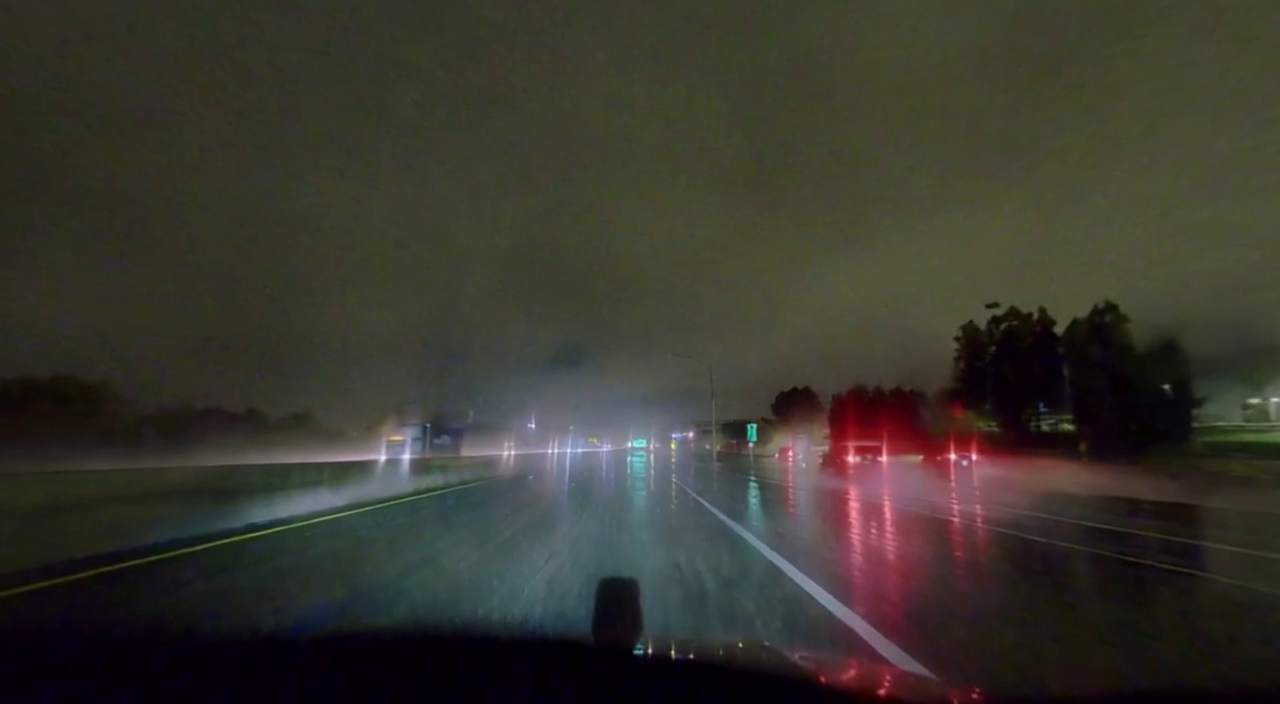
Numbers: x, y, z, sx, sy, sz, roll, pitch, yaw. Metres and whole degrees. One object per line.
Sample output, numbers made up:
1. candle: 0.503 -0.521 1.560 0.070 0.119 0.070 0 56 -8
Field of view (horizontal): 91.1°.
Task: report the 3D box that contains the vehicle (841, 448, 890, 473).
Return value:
1. vehicle: 15.425 7.409 43.132 1.834 1.555 3.751 0 -9 -2
